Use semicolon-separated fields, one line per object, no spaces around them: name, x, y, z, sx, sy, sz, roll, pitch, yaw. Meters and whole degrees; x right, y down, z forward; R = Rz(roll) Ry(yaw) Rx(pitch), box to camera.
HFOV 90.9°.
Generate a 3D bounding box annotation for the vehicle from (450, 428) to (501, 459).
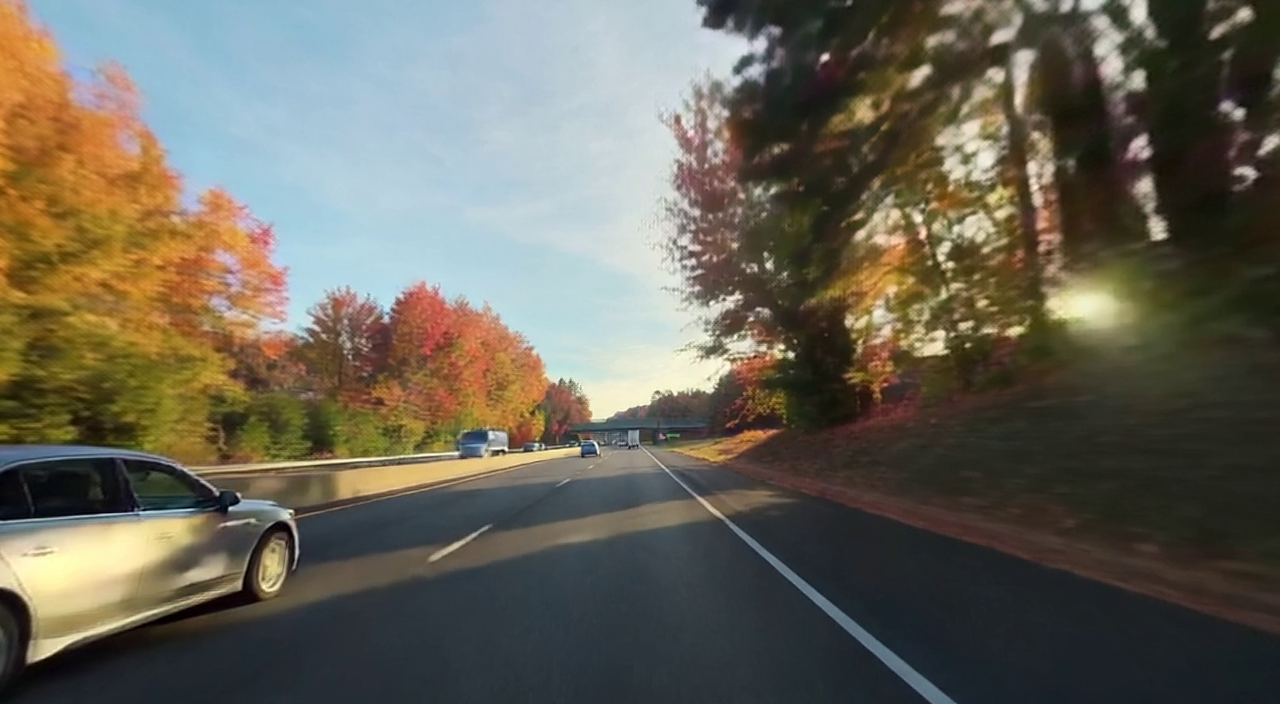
vehicle;-12.174;6.855;47.053;2.283;2.179;5.710;0;-8;0
